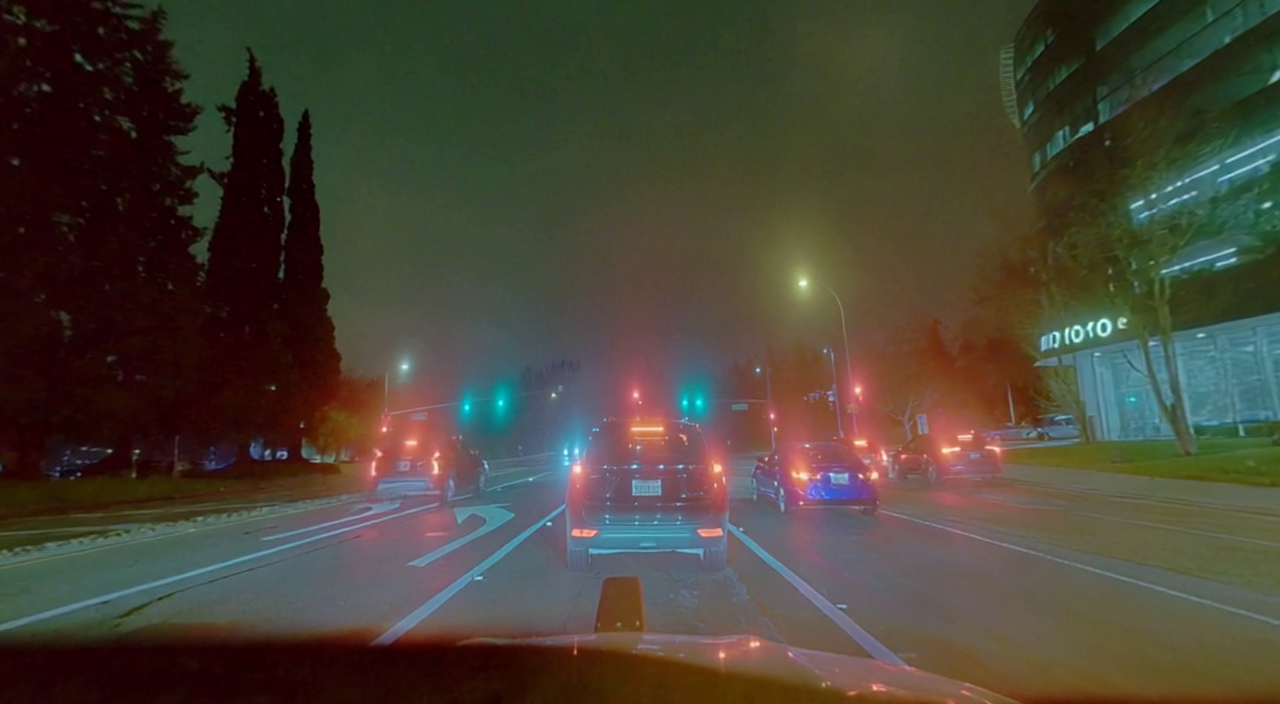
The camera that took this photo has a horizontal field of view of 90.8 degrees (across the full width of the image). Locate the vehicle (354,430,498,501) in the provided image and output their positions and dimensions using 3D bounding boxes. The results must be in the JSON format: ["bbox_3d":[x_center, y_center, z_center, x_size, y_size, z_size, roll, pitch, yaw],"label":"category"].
[{"bbox_3d":[-6.138,3.331,19.012,2.555,1.819,5.145,0,-9,0],"label":"vehicle"}]

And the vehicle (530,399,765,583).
[{"bbox_3d":[0.062,1.655,8.260,2.266,1.762,4.131,0,-9,0],"label":"vehicle"}]

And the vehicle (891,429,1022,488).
[{"bbox_3d":[10.860,3.697,22.135,2.123,1.812,4.553,0,-9,-1],"label":"vehicle"}]

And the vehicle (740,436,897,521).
[{"bbox_3d":[3.507,2.558,13.359,1.997,1.471,4.321,0,-9,-1],"label":"vehicle"}]
